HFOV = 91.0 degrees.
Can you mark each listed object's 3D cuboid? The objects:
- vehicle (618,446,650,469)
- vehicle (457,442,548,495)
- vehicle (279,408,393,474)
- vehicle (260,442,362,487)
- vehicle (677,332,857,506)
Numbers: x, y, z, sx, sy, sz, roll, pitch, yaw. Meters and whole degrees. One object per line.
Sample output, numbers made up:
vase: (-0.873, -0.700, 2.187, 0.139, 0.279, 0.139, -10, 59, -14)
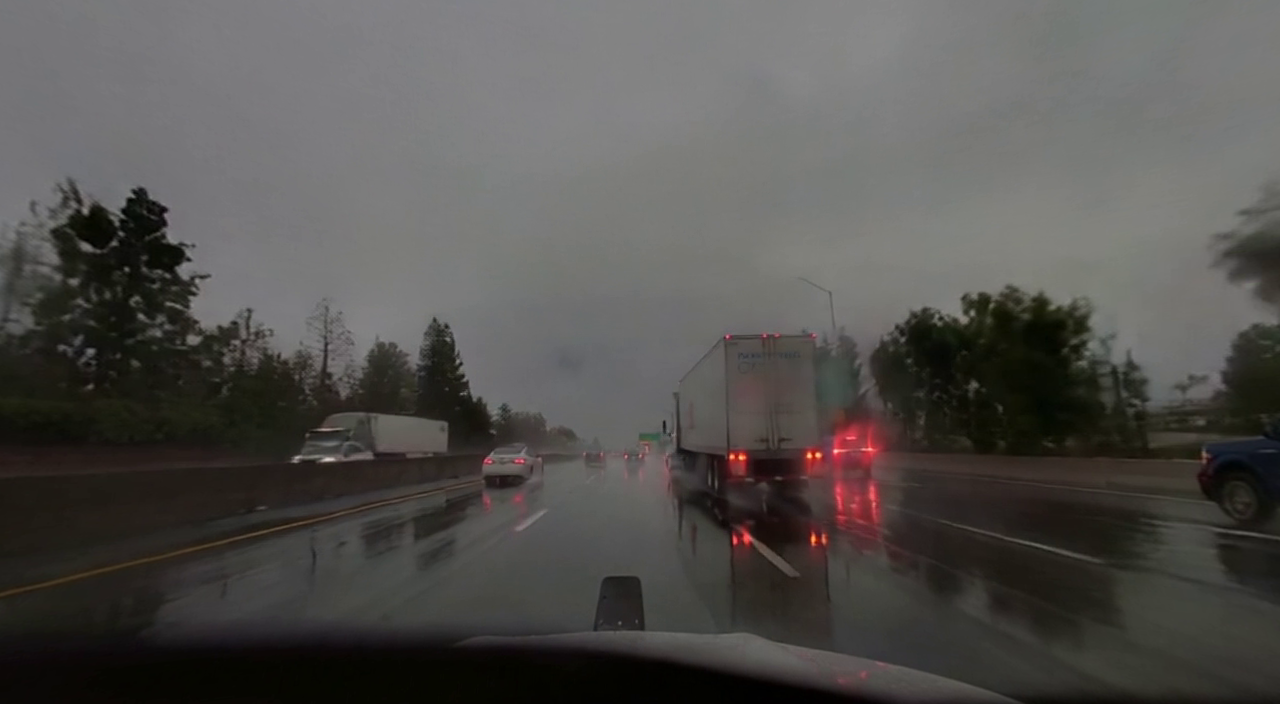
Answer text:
vehicle: (-0.355, 7.079, 42.423, 2.047, 1.485, 3.938, 0, -8, 1)
vehicle: (-4.271, 3.644, 20.163, 1.968, 1.507, 3.829, 0, -8, 1)
vehicle: (-18.767, 5.618, 39.617, 3.017, 3.721, 8.231, 0, -8, 0)
vehicle: (-11.541, 3.928, 22.323, 1.670, 1.451, 3.565, 0, -8, 0)
vehicle: (3.453, 2.726, 22.955, 2.907, 4.109, 16.177, 0, -8, -1)
